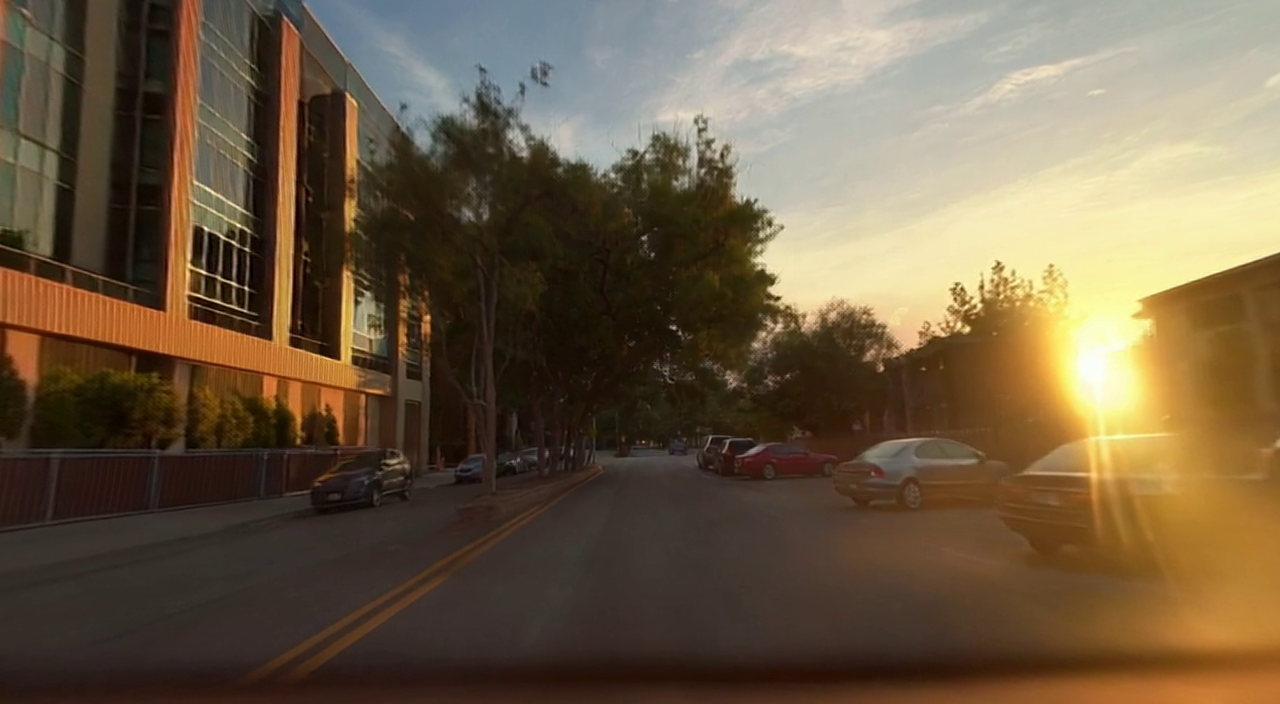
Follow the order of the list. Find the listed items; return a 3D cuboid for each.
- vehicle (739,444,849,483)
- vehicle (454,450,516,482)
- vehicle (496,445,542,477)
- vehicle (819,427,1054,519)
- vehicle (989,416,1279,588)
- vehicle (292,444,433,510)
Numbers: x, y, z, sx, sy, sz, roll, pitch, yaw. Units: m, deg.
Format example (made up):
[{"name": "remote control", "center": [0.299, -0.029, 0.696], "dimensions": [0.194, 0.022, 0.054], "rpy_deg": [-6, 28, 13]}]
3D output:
[{"name": "vehicle", "center": [6.458, 4.615, 26.428], "dimensions": [4.265, 1.510, 1.915], "rpy_deg": [5, -10, -29]}, {"name": "vehicle", "center": [-8.032, 5.921, 33.154], "dimensions": [1.911, 1.497, 4.738], "rpy_deg": [0, -8, 2]}, {"name": "vehicle", "center": [-7.607, 6.862, 40.092], "dimensions": [1.957, 1.693, 4.588], "rpy_deg": [-2, -6, 1]}, {"name": "vehicle", "center": [6.642, 2.623, 14.148], "dimensions": [4.858, 1.758, 2.021], "rpy_deg": [4, -9, -25]}, {"name": "vehicle", "center": [7.072, 1.748, 8.163], "dimensions": [4.846, 1.645, 2.008], "rpy_deg": [4, -10, -27]}, {"name": "vehicle", "center": [-7.943, 3.578, 18.651], "dimensions": [2.172, 1.707, 4.273], "rpy_deg": [0, -8, 0]}]
